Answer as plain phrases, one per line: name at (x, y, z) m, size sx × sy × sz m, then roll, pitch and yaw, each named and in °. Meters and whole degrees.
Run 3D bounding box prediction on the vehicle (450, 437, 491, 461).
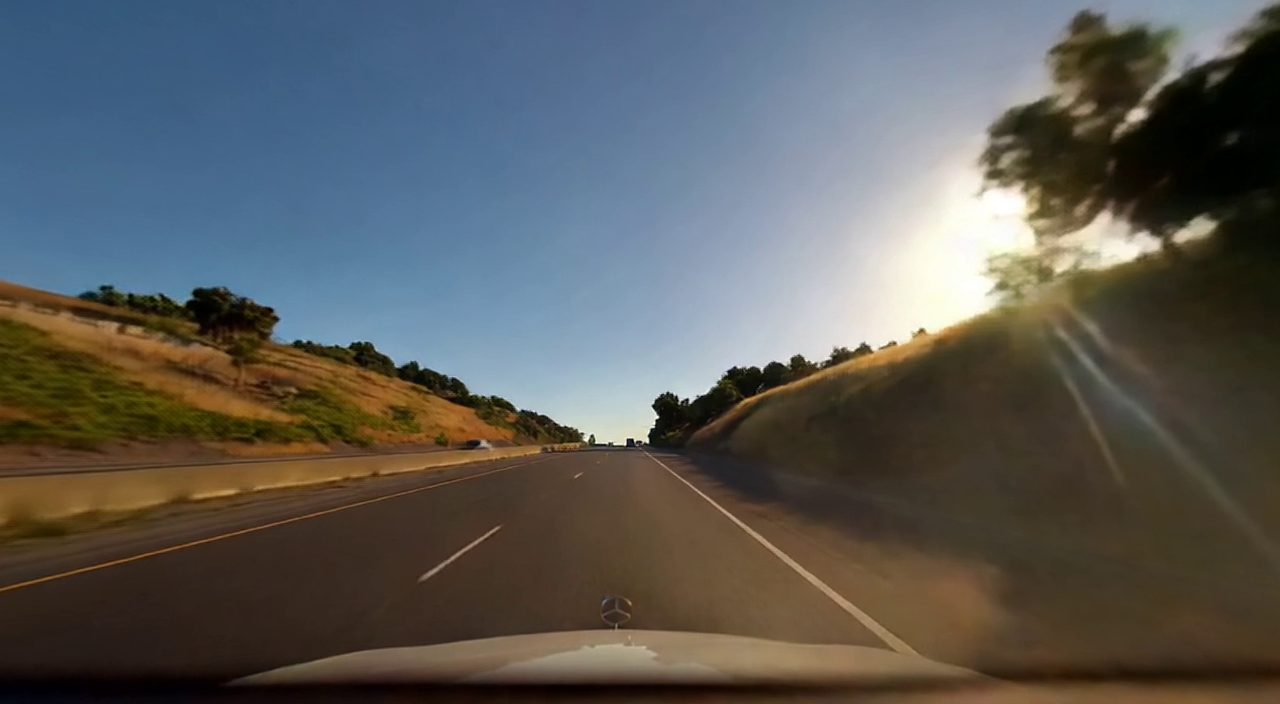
vehicle at (-11.434, 6.561, 42.678) m, size 1.811 × 1.475 × 3.704 m, roll -1°, pitch -8°, yaw 0°
